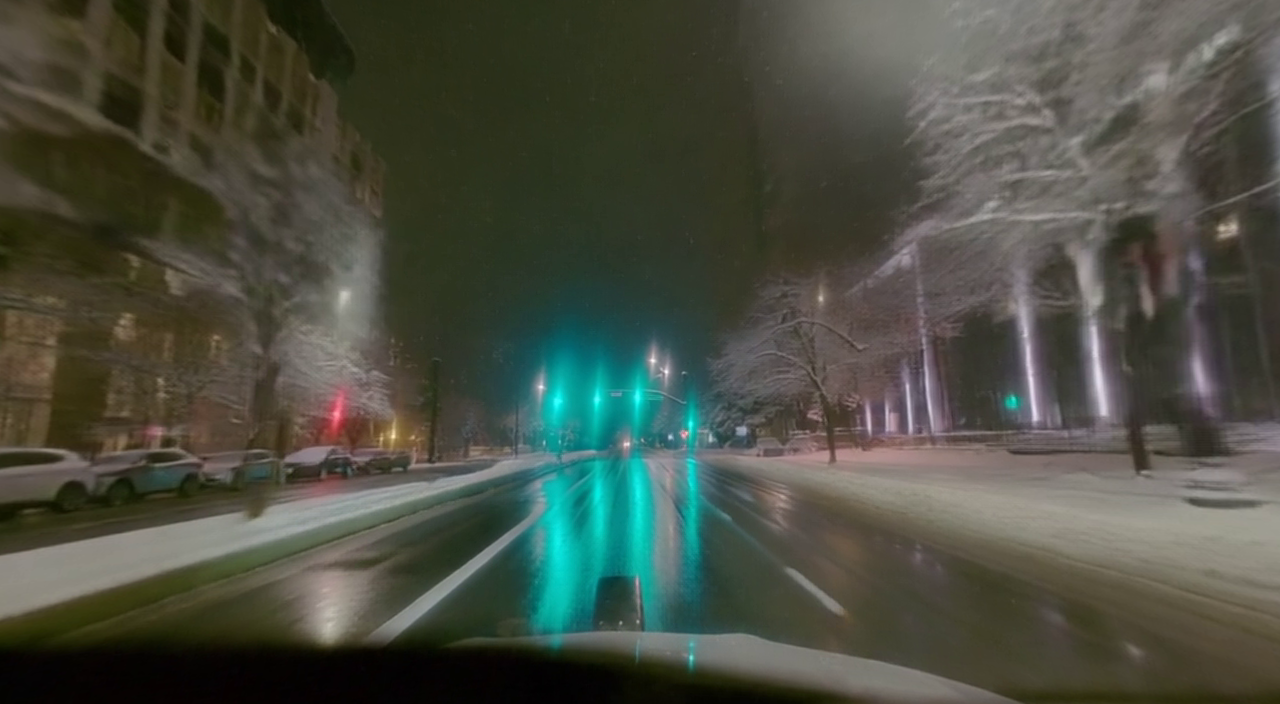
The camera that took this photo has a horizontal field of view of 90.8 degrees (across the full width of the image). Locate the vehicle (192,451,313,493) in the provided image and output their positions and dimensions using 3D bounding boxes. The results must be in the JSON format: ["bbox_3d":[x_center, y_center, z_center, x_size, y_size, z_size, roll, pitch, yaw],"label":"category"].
[{"bbox_3d":[-15.385,4.740,25.486,1.776,1.468,5.089,0,-8,-1],"label":"vehicle"}]

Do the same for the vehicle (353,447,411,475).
[{"bbox_3d":[-15.751,6.615,38.719,1.831,1.599,4.080,0,-8,0],"label":"vehicle"}]

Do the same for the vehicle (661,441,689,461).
[{"bbox_3d":[2.725,7.772,49.664,1.945,1.490,3.817,0,-8,-1],"label":"vehicle"}]

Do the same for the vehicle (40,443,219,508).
[{"bbox_3d":[-15.818,3.789,20.002,1.880,1.791,4.666,0,-8,-2],"label":"vehicle"}]

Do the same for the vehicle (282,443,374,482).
[{"bbox_3d":[-15.554,5.511,31.840,1.978,1.760,5.097,0,-8,0],"label":"vehicle"}]
